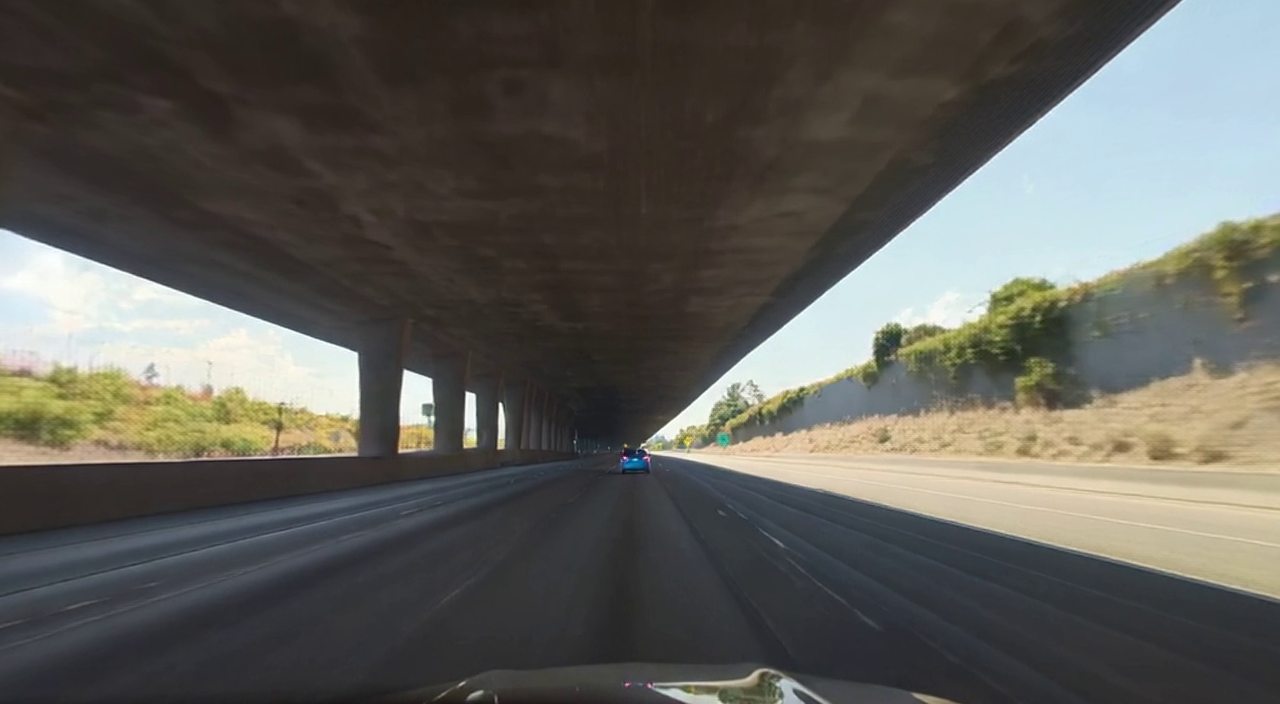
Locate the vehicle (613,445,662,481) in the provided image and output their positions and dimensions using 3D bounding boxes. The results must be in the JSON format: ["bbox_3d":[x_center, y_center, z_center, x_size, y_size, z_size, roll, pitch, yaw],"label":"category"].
[{"bbox_3d":[-0.161,5.055,28.976,2.055,1.501,4.321,0,-9,-1],"label":"vehicle"}]
